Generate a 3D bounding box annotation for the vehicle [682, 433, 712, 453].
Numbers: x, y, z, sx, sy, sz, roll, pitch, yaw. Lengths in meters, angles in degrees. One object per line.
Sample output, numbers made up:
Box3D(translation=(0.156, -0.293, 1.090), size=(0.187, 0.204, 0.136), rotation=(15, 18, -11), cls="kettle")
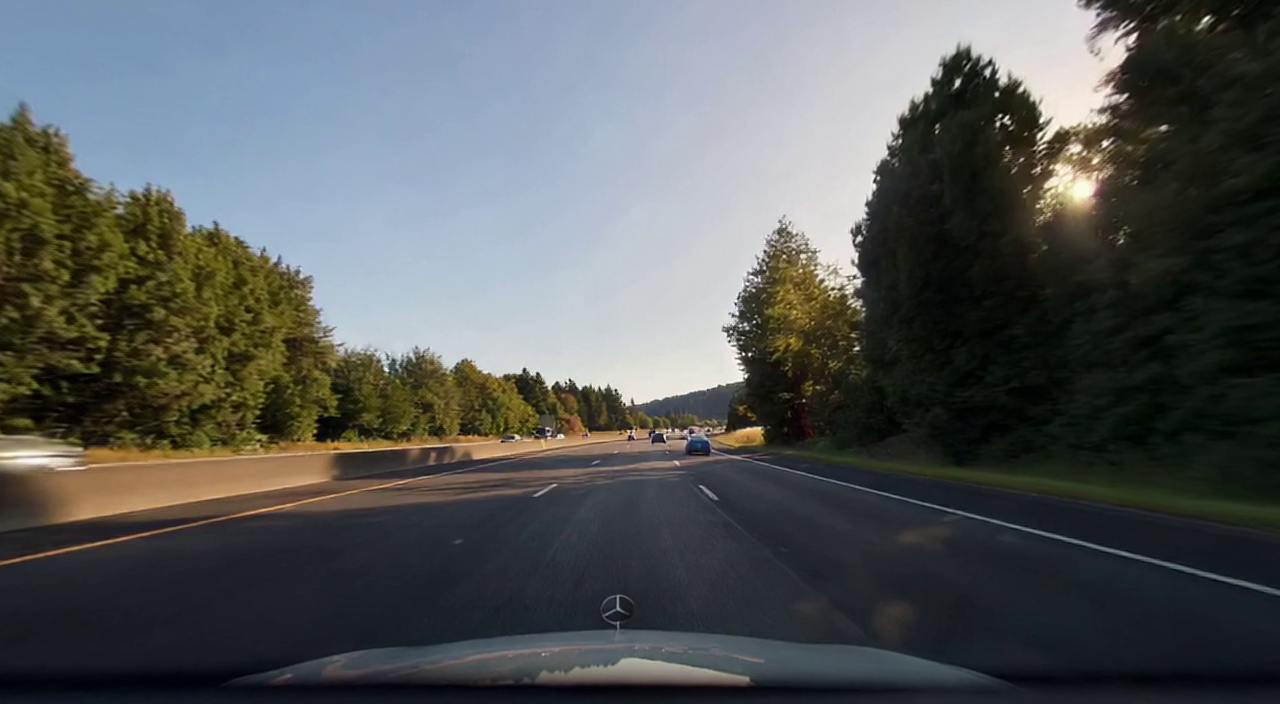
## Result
Box3D(translation=(4.335, 7.008, 48.561), size=(1.982, 1.452, 4.294), rotation=(0, -8, 1), cls="vehicle")
